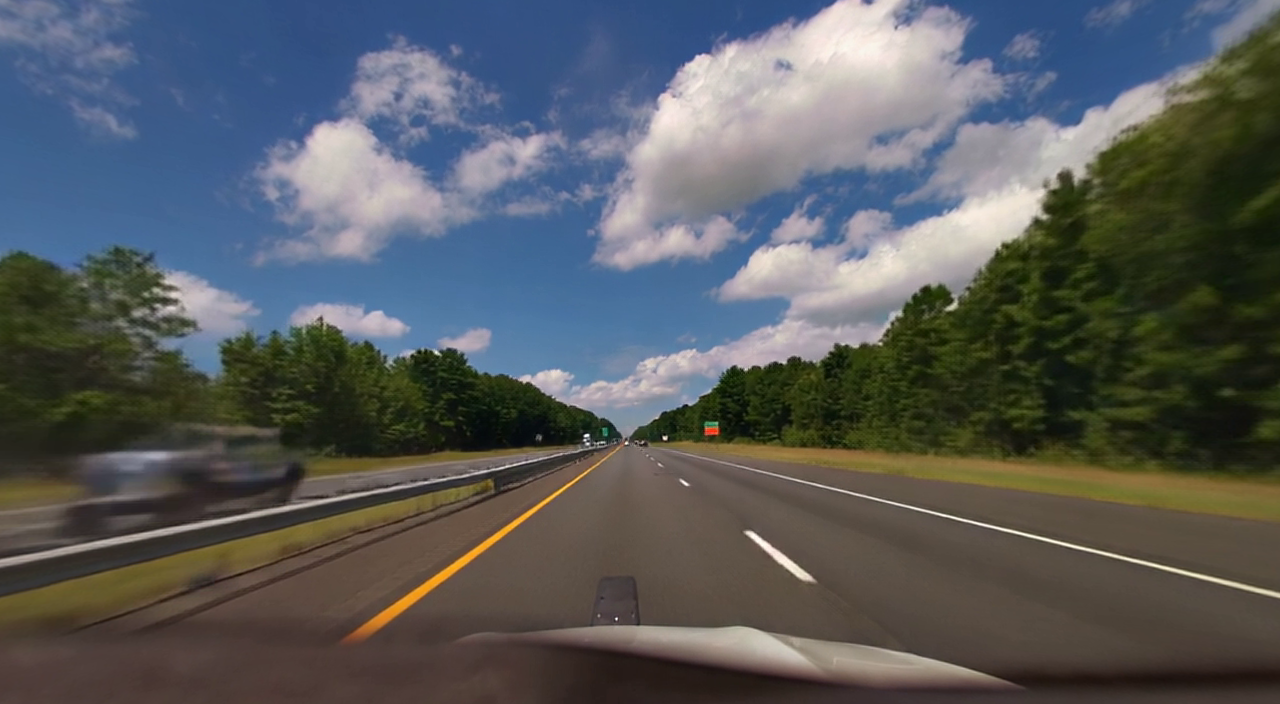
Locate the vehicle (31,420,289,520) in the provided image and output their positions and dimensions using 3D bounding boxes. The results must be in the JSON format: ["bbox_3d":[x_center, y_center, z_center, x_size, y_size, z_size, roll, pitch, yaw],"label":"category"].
[{"bbox_3d":[-9.647,2.385,13.275,1.927,1.703,4.488,0,-8,-1],"label":"vehicle"}]
